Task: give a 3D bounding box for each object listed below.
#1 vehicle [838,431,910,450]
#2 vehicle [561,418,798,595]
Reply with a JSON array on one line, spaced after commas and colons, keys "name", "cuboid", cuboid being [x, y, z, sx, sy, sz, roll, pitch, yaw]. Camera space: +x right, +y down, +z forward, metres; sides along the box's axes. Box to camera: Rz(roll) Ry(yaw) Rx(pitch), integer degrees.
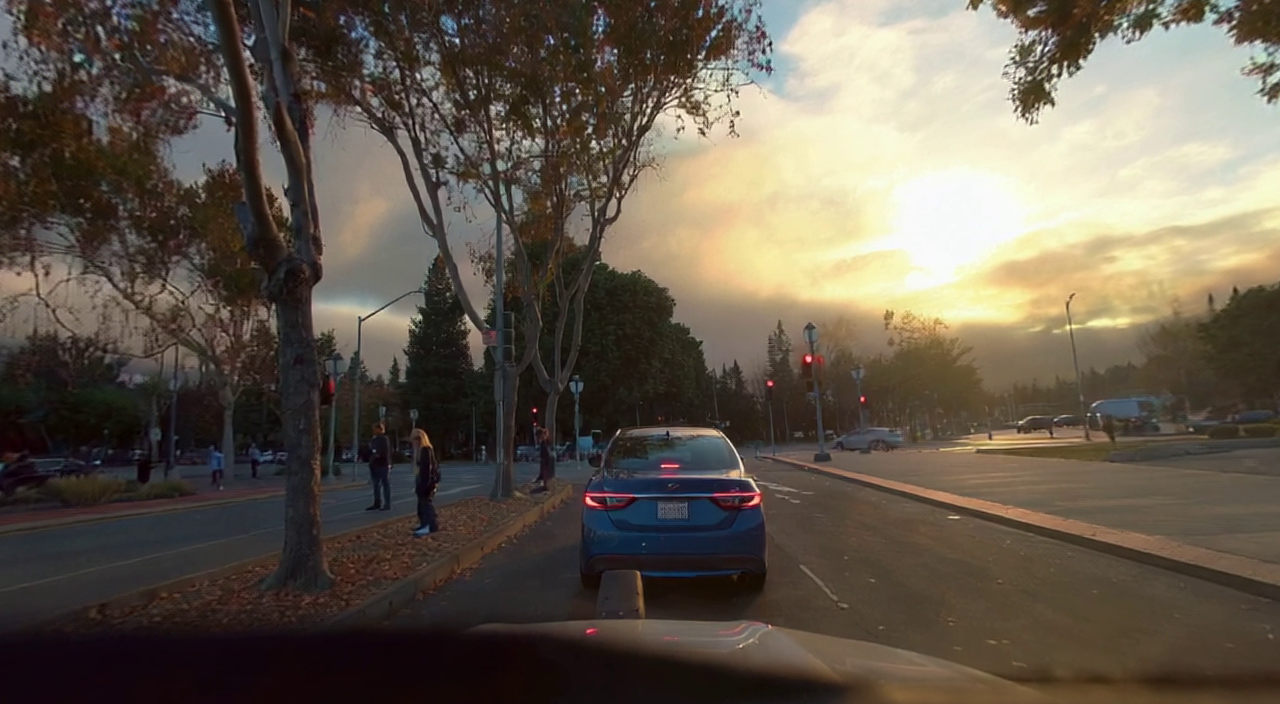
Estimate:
[{"name": "vehicle", "cuboid": [18.169, 6.910, 49.265, 4.830, 1.461, 1.883, -1, -9, 3]}, {"name": "vehicle", "cuboid": [0.370, 1.615, 7.403, 2.035, 1.499, 3.799, 0, -8, 1]}]
